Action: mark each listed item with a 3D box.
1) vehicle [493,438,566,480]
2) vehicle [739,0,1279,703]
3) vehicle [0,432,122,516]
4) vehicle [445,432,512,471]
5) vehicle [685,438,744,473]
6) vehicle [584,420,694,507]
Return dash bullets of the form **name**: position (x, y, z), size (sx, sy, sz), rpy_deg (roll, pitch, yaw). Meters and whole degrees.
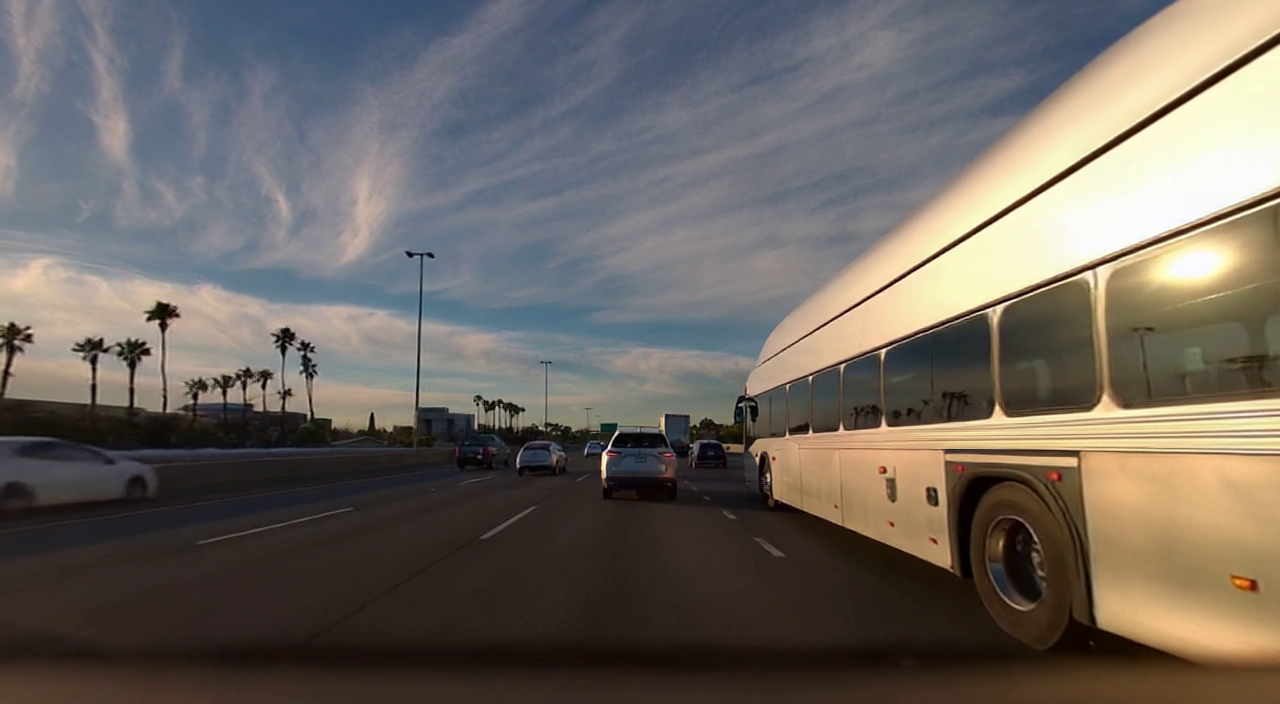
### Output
- **vehicle**: position (-4.404, 4.334, 25.828), size (2.040, 1.536, 4.680), rpy_deg (0, -9, 1)
- **vehicle**: position (3.954, 0.653, 8.256), size (3.020, 3.622, 14.302), rpy_deg (0, -9, 0)
- **vehicle**: position (-12.461, 2.215, 11.499), size (1.961, 1.493, 4.784), rpy_deg (0, -9, -1)
- **vehicle**: position (-8.008, 5.000, 31.761), size (2.066, 1.779, 4.706), rpy_deg (0, -9, 1)
- **vehicle**: position (3.388, 4.838, 29.550), size (2.039, 1.516, 4.521), rpy_deg (0, -9, -2)
- **vehicle**: position (0.015, 2.637, 15.244), size (2.268, 1.796, 4.280), rpy_deg (0, -9, 1)
